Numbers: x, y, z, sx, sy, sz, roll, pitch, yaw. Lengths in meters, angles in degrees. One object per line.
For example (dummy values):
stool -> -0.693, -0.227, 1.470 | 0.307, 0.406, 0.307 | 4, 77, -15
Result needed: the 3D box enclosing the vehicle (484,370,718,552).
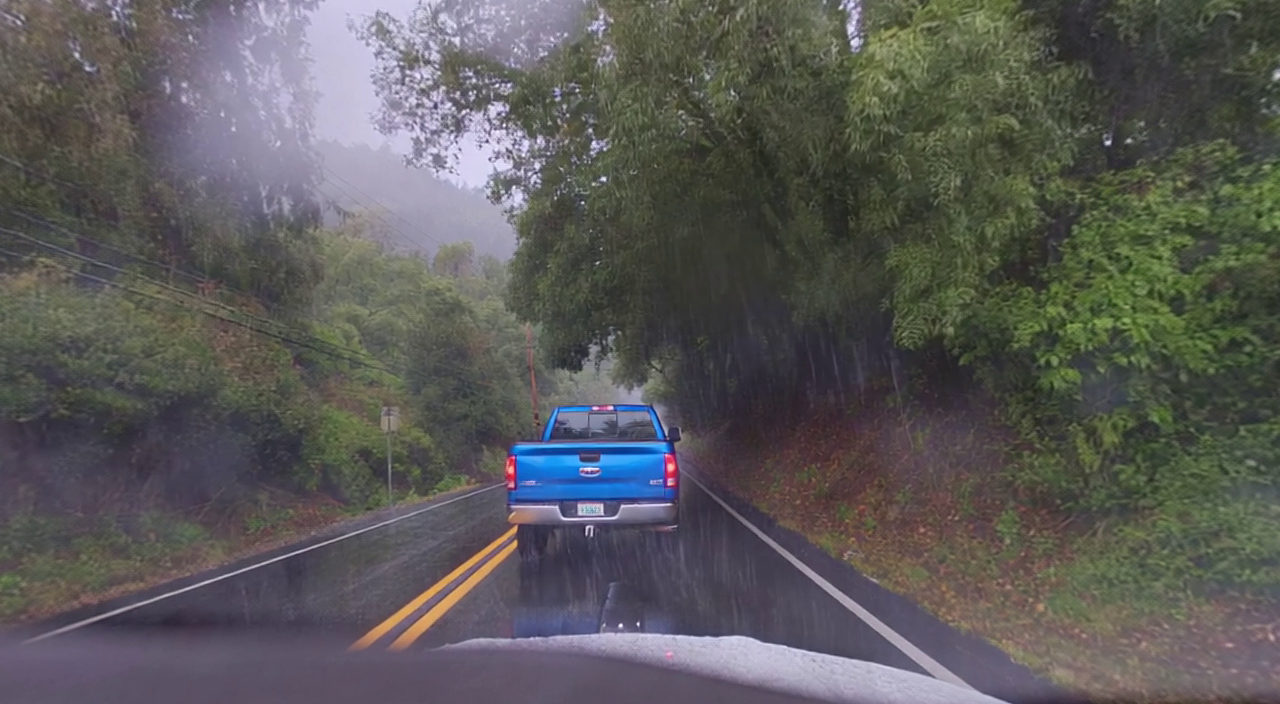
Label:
vehicle -> -0.519, 1.762, 10.753 | 2.837, 2.223, 5.885 | 0, -8, -1
